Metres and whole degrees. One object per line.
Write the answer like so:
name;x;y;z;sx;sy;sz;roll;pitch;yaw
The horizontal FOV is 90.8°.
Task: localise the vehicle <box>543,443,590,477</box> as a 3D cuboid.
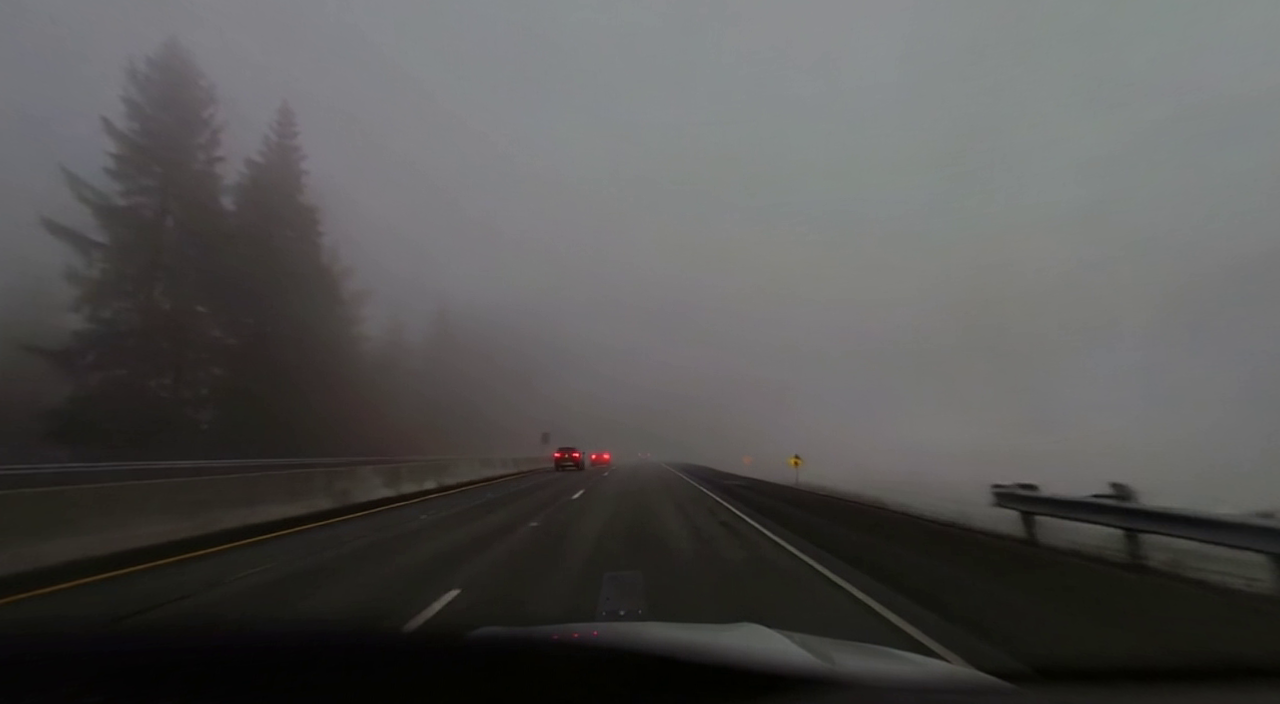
vehicle;-3.639;5.433;31.946;1.846;1.600;4.108;0;-9;1
